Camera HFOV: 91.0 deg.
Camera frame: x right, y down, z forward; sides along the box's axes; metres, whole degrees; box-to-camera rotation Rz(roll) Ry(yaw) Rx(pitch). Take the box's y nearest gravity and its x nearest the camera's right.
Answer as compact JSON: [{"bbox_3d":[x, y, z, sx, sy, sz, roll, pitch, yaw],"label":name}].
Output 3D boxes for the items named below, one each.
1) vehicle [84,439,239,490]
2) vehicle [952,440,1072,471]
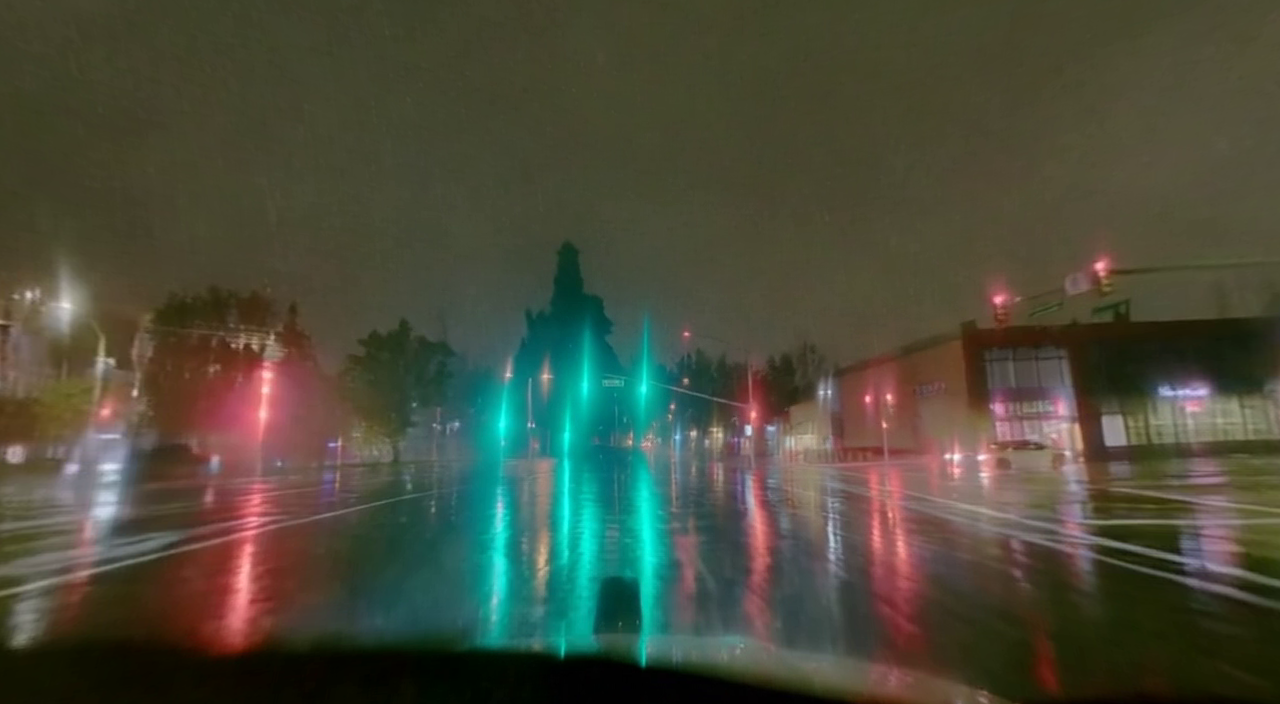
[{"bbox_3d":[-19.070,4.489,25.507,2.010,1.833,5.365,0,-9,0],"label":"vehicle"},{"bbox_3d":[17.732,4.949,30.137,4.583,1.426,1.892,0,-9,-2],"label":"vehicle"}]
